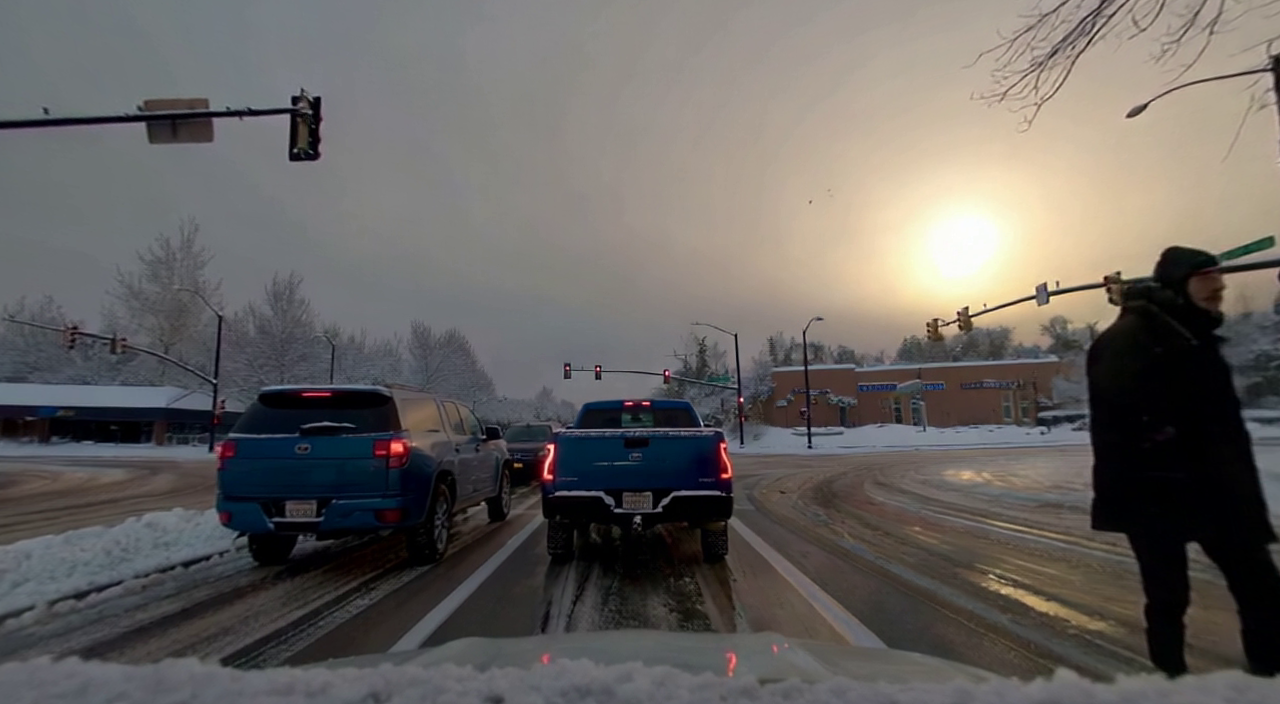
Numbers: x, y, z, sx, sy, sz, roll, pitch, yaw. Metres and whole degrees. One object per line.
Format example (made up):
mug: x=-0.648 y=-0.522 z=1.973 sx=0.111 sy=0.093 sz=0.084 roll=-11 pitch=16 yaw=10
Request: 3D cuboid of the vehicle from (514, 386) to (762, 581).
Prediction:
vehicle: x=-0.062 y=1.520 z=8.041 sx=2.204 sy=1.738 sz=4.690 roll=0 pitch=-8 yaw=-1

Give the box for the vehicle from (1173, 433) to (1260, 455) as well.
vehicle: x=40.210 y=6.423 z=43.818 sx=4.396 sy=1.479 sz=1.778 roll=0 pitch=-8 yaw=-3

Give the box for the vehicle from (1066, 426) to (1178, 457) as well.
vehicle: x=27.938 y=5.202 z=36.504 sx=4.849 sy=1.759 sz=2.041 roll=0 pitch=-8 yaw=-3

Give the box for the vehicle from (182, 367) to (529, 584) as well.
vehicle: x=-2.952 y=1.444 z=8.082 sx=2.220 sy=1.926 sz=4.870 roll=0 pitch=-8 yaw=-1

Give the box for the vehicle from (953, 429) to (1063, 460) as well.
vehicle: x=19.315 y=4.872 z=33.048 sx=4.624 sy=1.601 sz=1.871 roll=0 pitch=-8 yaw=-3

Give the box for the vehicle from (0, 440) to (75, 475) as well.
vehicle: x=-32.177 y=5.370 z=32.135 sx=4.406 sy=1.682 sz=2.040 roll=0 pitch=-8 yaw=-1
